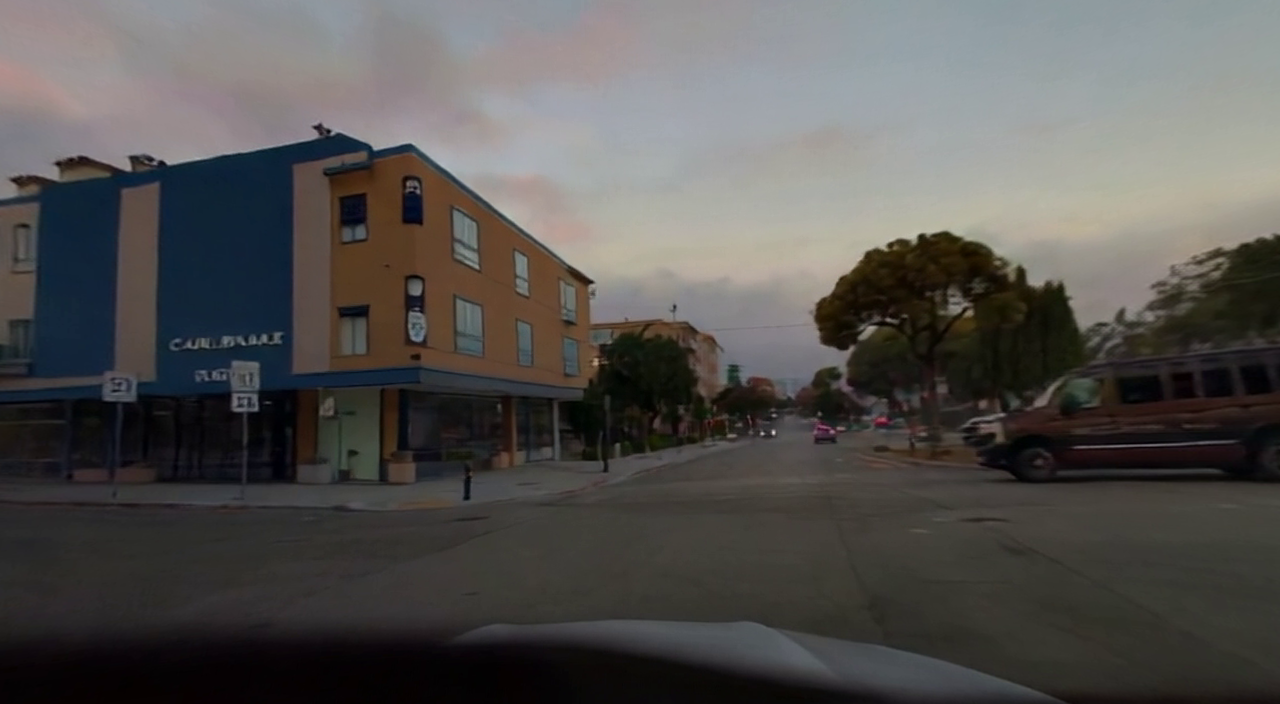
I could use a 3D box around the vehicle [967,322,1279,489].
[{"bbox_3d":[9.643,1.030,11.181,2.239,2.498,6.221,6,-10,-41],"label":"vehicle"}]
